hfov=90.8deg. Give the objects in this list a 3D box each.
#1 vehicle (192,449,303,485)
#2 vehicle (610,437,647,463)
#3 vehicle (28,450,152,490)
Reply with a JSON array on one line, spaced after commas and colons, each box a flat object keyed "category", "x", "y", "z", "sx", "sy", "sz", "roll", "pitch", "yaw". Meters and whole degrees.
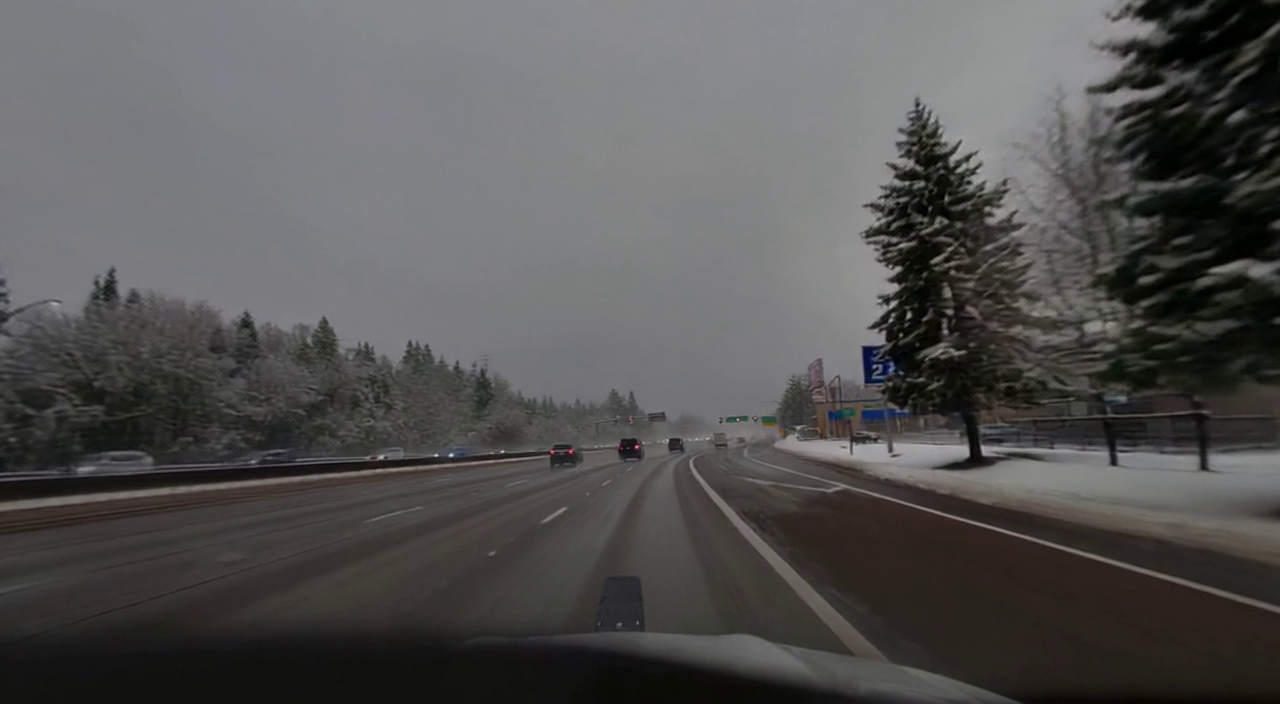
[{"category": "vehicle", "x": -17.859, "y": 5.218, "z": 29.043, "sx": 1.879, "sy": 1.483, "sz": 4.697, "roll": -1, "pitch": -8, "yaw": 4}, {"category": "vehicle", "x": -0.796, "y": 7.047, "z": 45.697, "sx": 2.139, "sy": 1.782, "sz": 4.079, "roll": -1, "pitch": -8, "yaw": 6}, {"category": "vehicle", "x": -24.320, "y": 5.185, "z": 28.162, "sx": 1.803, "sy": 1.619, "sz": 3.952, "roll": -1, "pitch": -8, "yaw": 3}]
